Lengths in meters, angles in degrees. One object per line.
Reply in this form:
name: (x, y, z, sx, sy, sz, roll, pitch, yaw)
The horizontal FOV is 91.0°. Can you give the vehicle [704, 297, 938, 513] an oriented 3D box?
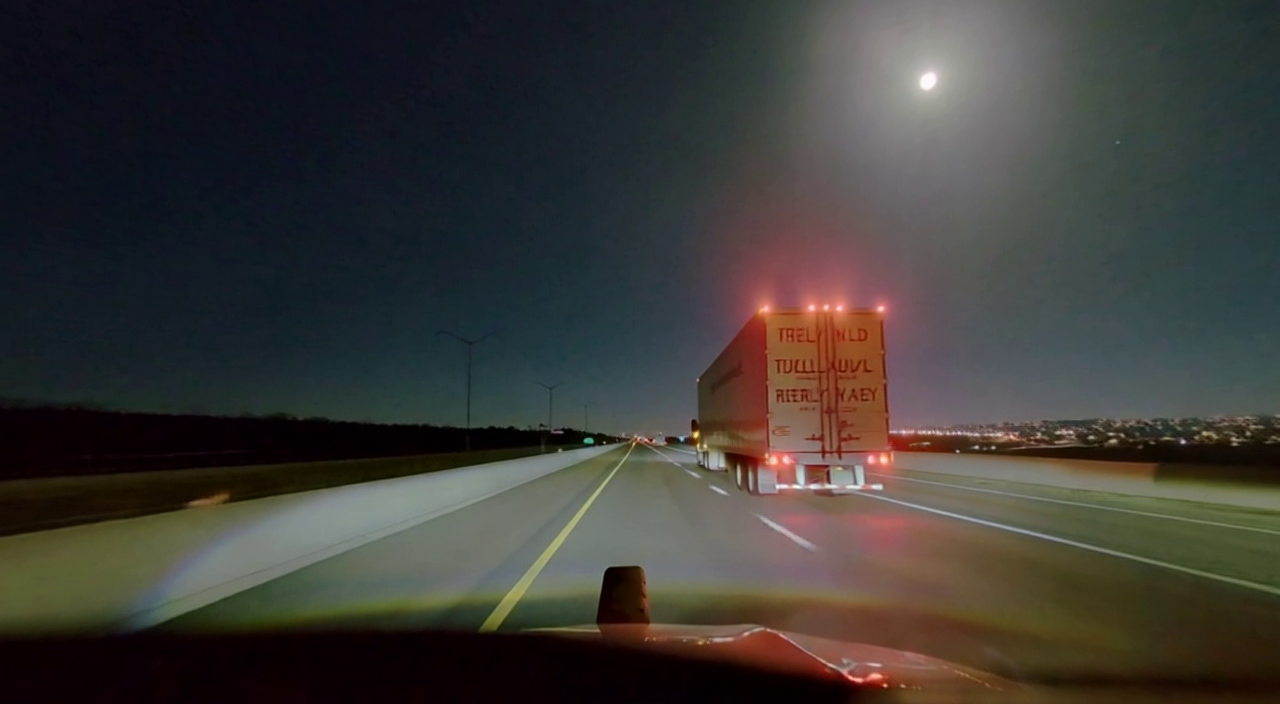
vehicle: (4.090, 1.942, 18.906, 3.006, 4.093, 14.142, 0, -8, 1)
